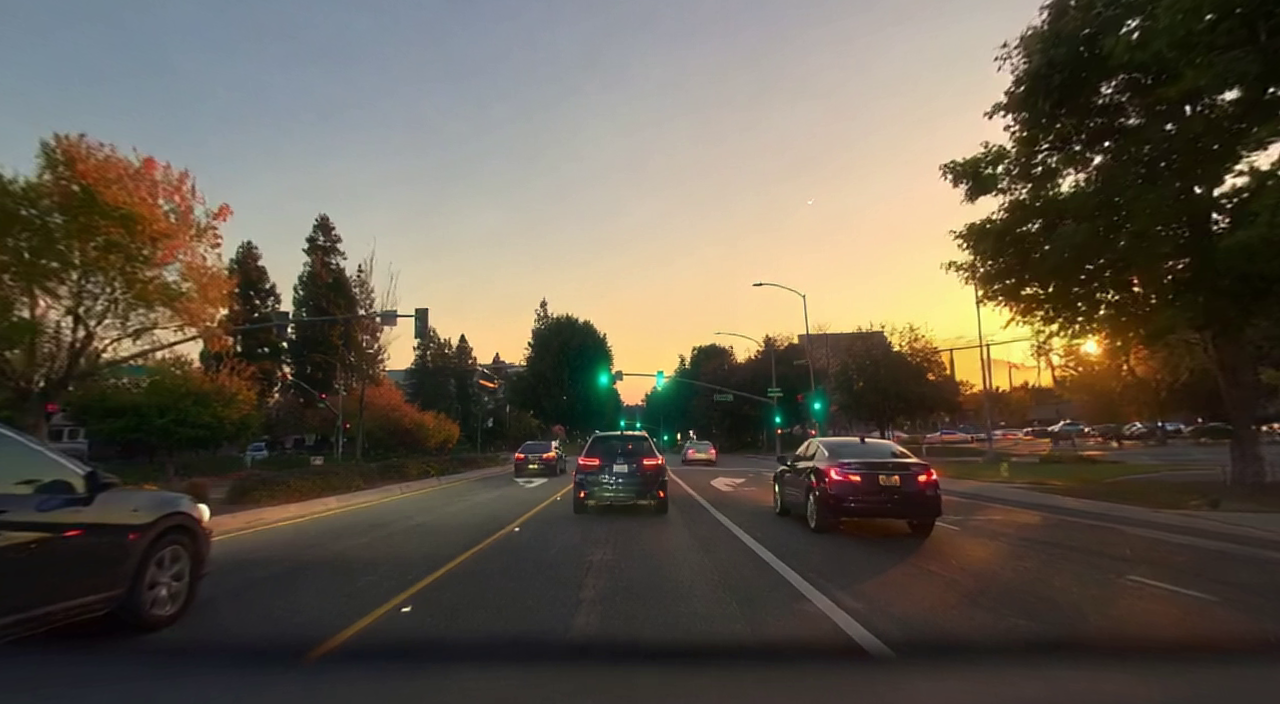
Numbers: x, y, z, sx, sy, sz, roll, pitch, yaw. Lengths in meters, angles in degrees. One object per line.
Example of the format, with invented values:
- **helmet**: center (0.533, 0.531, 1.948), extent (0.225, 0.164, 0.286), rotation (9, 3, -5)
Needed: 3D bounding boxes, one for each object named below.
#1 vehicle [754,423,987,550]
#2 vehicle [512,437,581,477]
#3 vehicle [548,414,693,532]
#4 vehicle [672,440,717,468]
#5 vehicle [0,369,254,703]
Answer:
- **vehicle**: center (3.233, 1.970, 9.923), extent (2.068, 1.541, 4.041), rotation (0, -8, -1)
- **vehicle**: center (-3.760, 4.313, 26.219), extent (2.163, 1.488, 4.511), rotation (0, -8, 0)
- **vehicle**: center (-0.316, 2.095, 11.467), extent (2.150, 1.725, 4.096), rotation (0, -8, -1)
- **vehicle**: center (3.047, 5.829, 36.384), extent (2.171, 1.469, 4.420), rotation (0, -8, 0)
- **vehicle**: center (-3.814, 0.859, 2.629), extent (1.823, 1.602, 4.061), rotation (0, -8, 0)
